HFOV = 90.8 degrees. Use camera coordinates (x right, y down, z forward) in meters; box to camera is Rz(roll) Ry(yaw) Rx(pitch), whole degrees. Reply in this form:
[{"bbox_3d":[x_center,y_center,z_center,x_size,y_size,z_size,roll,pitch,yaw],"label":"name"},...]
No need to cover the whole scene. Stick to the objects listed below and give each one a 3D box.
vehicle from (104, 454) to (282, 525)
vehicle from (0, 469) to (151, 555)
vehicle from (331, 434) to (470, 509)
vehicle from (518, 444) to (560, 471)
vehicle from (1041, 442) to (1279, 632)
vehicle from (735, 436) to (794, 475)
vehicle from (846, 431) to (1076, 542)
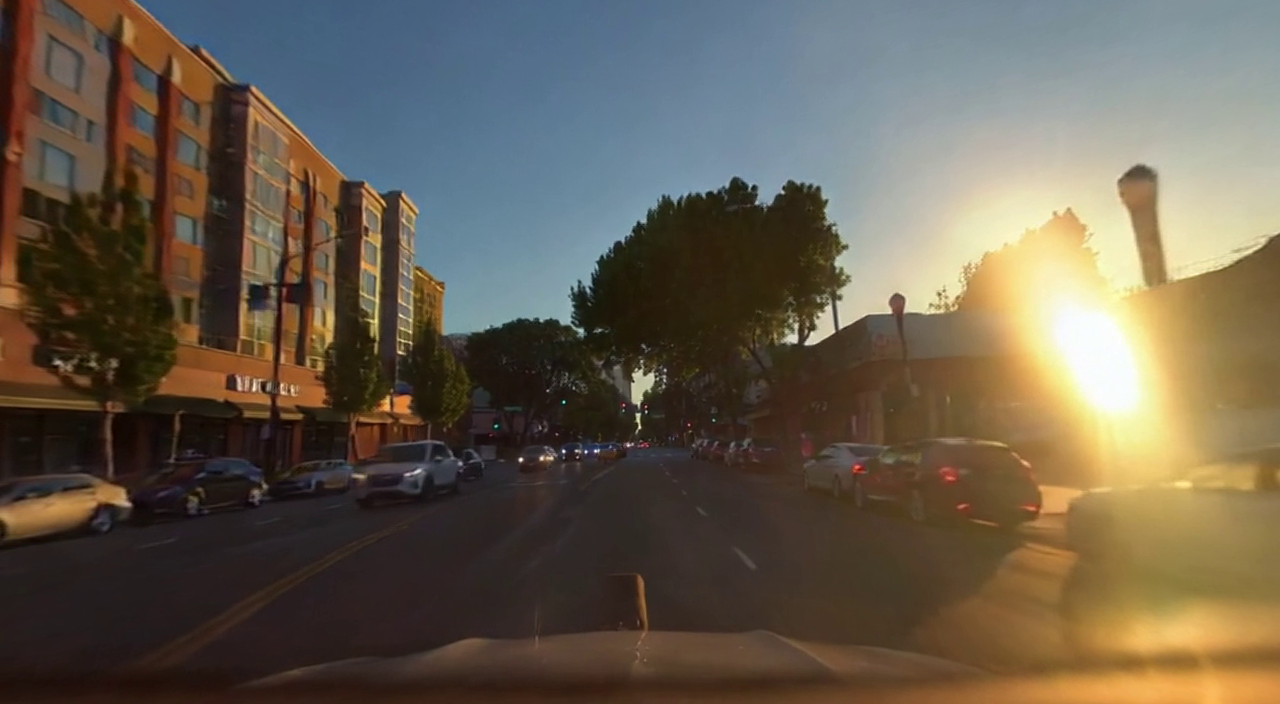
[{"bbox_3d":[-12.009,3.660,17.395,1.834,1.643,4.110,-1,-9,1],"label":"vehicle"},{"bbox_3d":[-12.501,3.162,12.602,1.868,1.418,4.415,-2,-9,1],"label":"vehicle"},{"bbox_3d":[-6.362,3.210,17.467,2.095,1.759,4.413,-1,-9,0],"label":"vehicle"},{"bbox_3d":[-6.232,6.566,39.502,1.898,1.532,4.337,-1,-9,0],"label":"vehicle"},{"bbox_3d":[5.844,1.500,5.376,1.787,1.463,4.506,0,-9,-2],"label":"vehicle"},{"bbox_3d":[6.036,5.078,31.142,2.047,1.720,4.353,0,-9,0],"label":"vehicle"},{"bbox_3d":[5.564,2.358,11.773,1.899,1.642,4.463,0,-9,0],"label":"vehicle"}]
